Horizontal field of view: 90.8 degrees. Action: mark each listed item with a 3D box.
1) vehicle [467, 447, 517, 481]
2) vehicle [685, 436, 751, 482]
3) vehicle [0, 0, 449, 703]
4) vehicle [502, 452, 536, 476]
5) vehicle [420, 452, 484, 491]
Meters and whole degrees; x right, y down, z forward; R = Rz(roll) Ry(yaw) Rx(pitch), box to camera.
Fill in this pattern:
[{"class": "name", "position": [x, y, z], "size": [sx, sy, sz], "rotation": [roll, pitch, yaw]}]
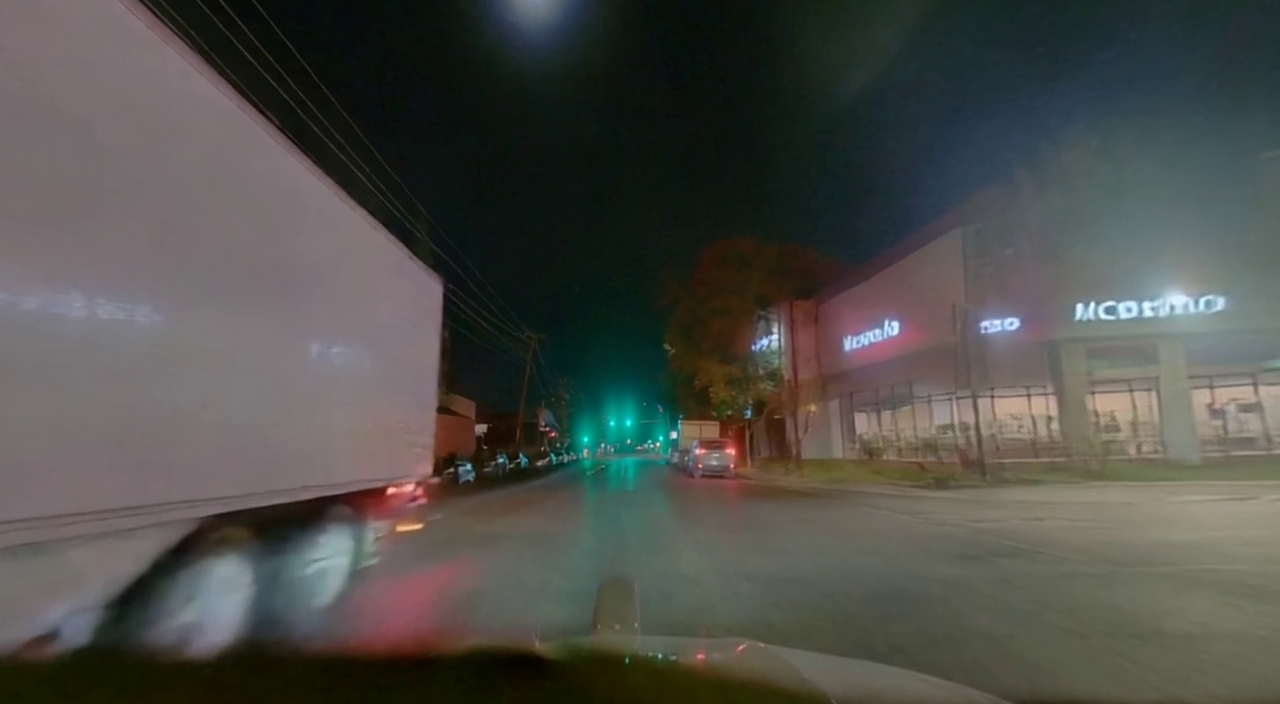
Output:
[{"class": "vehicle", "position": [-8.432, 6.386, 36.415], "size": [1.882, 1.639, 4.187], "rotation": [-3, -7, -1]}, {"class": "vehicle", "position": [3.239, 4.548, 27.240], "size": [2.097, 1.784, 4.915], "rotation": [0, -8, -1]}, {"class": "vehicle", "position": [-3.773, -0.017, 1.395], "size": [2.994, 3.308, 12.131], "rotation": [0, -8, 0]}, {"class": "vehicle", "position": [-8.460, 7.819, 44.342], "size": [1.678, 1.468, 3.706], "rotation": [-1, -8, 0]}, {"class": "vehicle", "position": [-8.423, 5.349, 28.679], "size": [1.704, 1.464, 4.089], "rotation": [-2, -7, 0]}]
